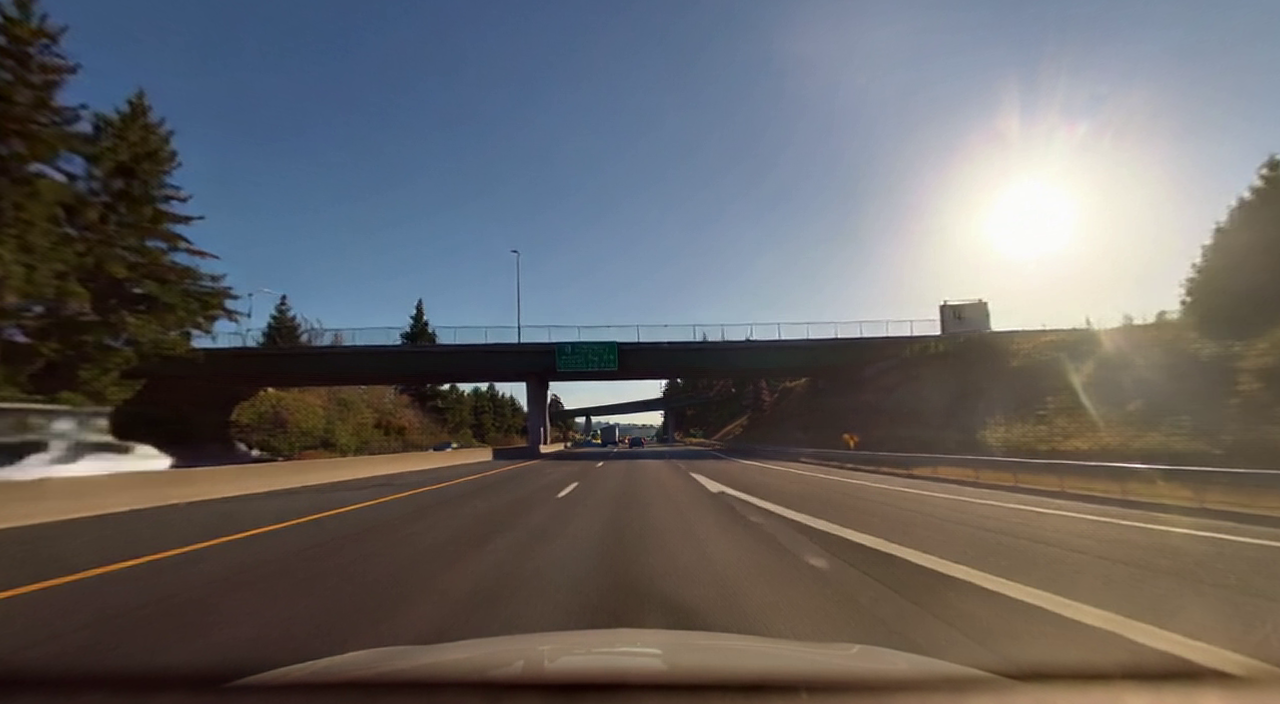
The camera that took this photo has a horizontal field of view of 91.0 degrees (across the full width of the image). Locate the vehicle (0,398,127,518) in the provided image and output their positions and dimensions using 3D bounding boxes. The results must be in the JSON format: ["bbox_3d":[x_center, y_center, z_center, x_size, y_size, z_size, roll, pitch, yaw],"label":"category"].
[{"bbox_3d":[-16.315,2.575,15.326,2.555,2.773,5.874,0,-8,0],"label":"vehicle"}]

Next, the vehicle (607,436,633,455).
[{"bbox_3d":[-1.623,7.391,49.984,1.952,1.438,3.702,0,-8,-3],"label":"vehicle"}]
